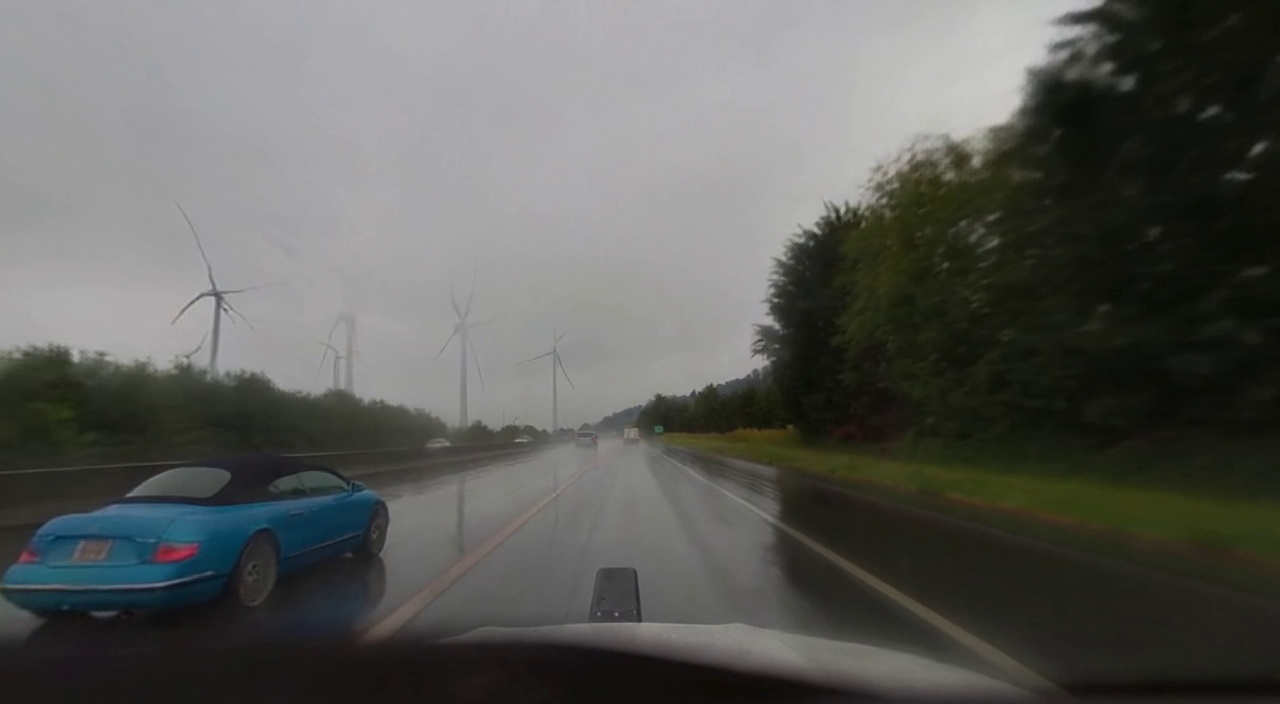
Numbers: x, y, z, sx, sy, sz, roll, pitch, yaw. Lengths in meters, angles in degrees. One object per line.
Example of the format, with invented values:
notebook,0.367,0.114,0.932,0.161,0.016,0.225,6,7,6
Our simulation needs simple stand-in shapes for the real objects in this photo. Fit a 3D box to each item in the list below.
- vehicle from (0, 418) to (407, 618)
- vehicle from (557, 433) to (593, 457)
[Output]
vehicle,-4.204,1.469,6.642,1.969,1.413,4.194,0,-8,-1
vehicle,-4.137,6.005,40.646,2.024,1.456,3.754,0,-8,-1
